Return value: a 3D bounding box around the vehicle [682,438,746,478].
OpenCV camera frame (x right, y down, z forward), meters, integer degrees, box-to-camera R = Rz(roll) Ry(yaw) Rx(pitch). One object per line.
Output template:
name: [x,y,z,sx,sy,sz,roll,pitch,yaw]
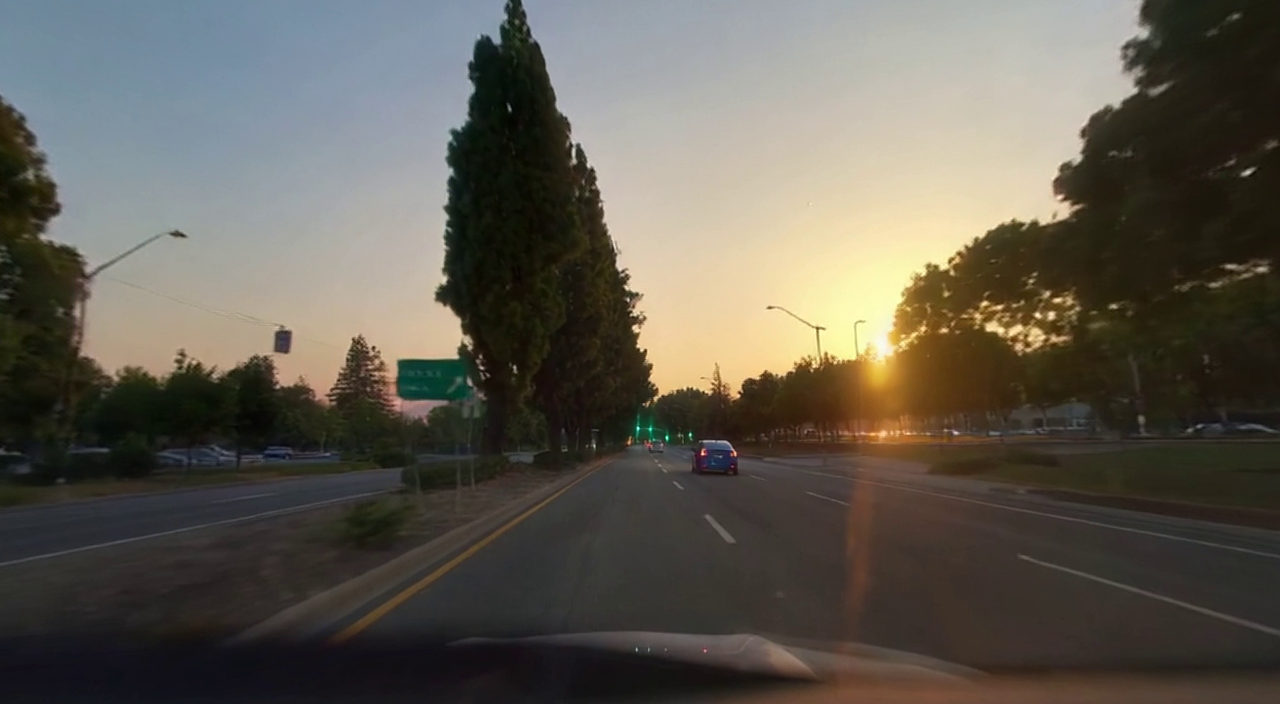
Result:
vehicle: [2.960,4.352,26.173,2.056,1.483,4.091,0,-8,-1]
